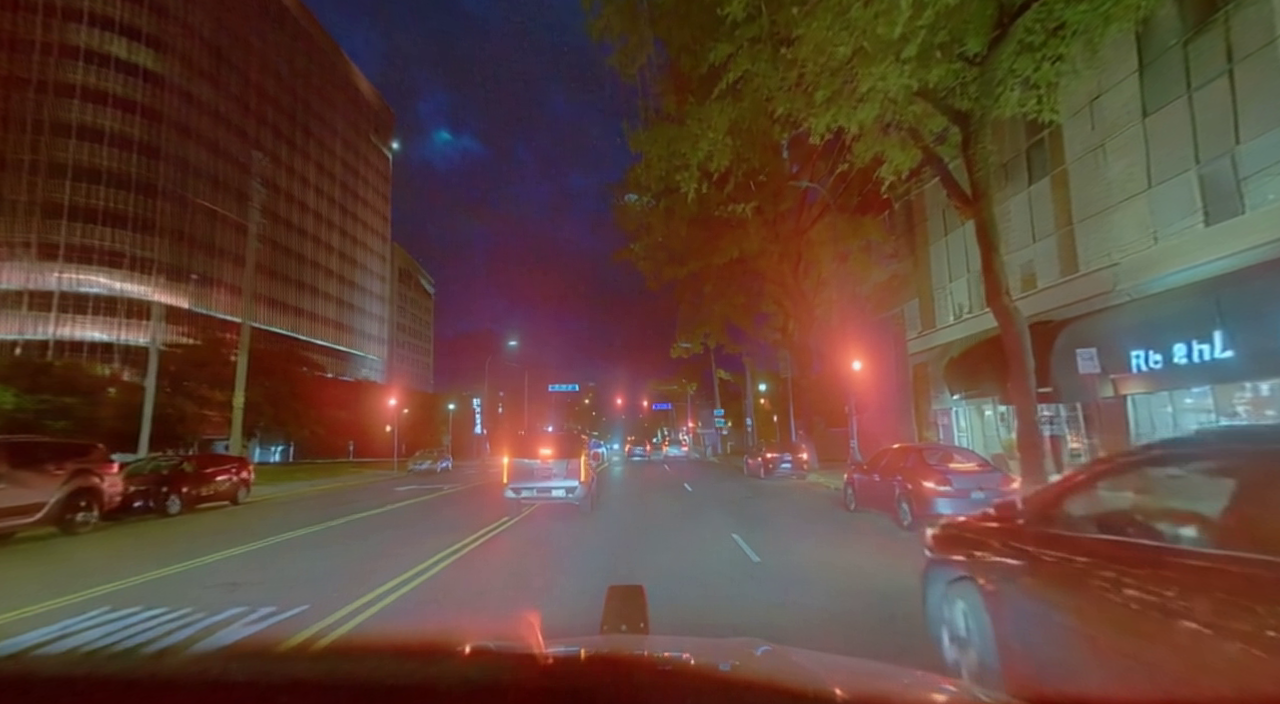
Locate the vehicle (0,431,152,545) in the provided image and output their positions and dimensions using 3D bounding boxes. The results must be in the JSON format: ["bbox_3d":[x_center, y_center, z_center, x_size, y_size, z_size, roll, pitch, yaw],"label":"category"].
[{"bbox_3d":[-12.758,2.525,11.820,2.384,2.044,6.030,0,-8,0],"label":"vehicle"}]

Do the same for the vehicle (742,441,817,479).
[{"bbox_3d":[5.661,4.447,26.249,1.956,1.446,4.537,0,-8,-2],"label":"vehicle"}]

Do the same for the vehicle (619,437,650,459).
[{"bbox_3d":[-0.422,6.918,45.501,2.102,1.521,4.078,0,-8,-2],"label":"vehicle"}]

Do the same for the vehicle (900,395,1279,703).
[{"bbox_3d":[2.600,0.819,1.368,2.150,1.464,4.467,0,-8,0],"label":"vehicle"}]

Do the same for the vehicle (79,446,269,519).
[{"bbox_3d":[-12.812,3.559,17.812,2.000,1.708,4.494,-2,-8,-1],"label":"vehicle"}]

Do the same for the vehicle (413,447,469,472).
[{"bbox_3d":[-12.903,6.988,41.157,2.075,1.472,4.638,-1,-8,1],"label":"vehicle"}]

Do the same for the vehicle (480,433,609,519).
[{"bbox_3d":[-1.881,2.443,13.009,2.169,1.427,4.531,1,-8,-7],"label":"vehicle"}]
